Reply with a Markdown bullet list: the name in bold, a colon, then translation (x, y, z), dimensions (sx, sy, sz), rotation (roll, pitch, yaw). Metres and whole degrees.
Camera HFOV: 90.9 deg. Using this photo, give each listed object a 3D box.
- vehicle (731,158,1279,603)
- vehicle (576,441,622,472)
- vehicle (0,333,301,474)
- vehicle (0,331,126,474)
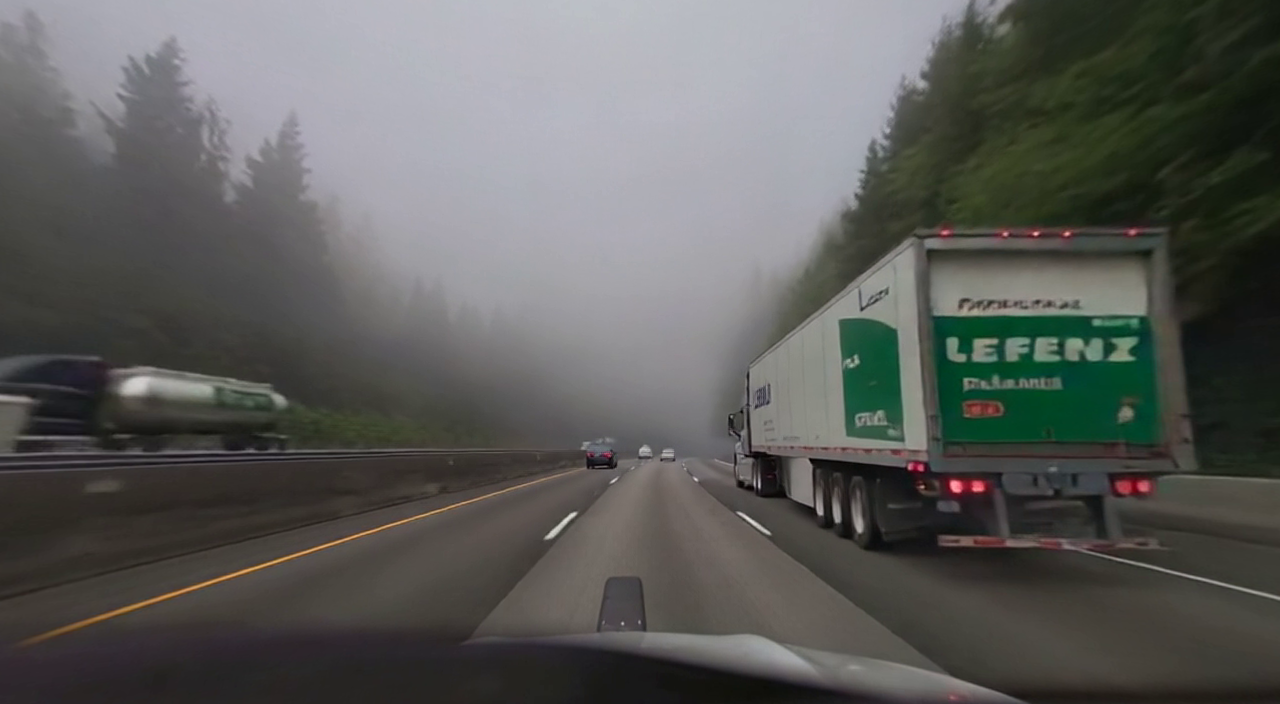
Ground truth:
- **vehicle**: translation (4.426, 1.210, 12.517), dimensions (3.057, 3.993, 13.914), rotation (0, -9, 0)
- **vehicle**: translation (-2.357, 6.166, 37.351), dimensions (2.205, 1.728, 4.397), rotation (-1, -9, 3)
- **vehicle**: translation (-19.353, 2.583, 25.419), dimensions (2.914, 4.061, 14.588), rotation (0, -9, 2)
- **vehicle**: translation (-19.581, 1.599, 18.835), dimensions (2.971, 4.003, 6.027), rotation (0, -9, 1)
